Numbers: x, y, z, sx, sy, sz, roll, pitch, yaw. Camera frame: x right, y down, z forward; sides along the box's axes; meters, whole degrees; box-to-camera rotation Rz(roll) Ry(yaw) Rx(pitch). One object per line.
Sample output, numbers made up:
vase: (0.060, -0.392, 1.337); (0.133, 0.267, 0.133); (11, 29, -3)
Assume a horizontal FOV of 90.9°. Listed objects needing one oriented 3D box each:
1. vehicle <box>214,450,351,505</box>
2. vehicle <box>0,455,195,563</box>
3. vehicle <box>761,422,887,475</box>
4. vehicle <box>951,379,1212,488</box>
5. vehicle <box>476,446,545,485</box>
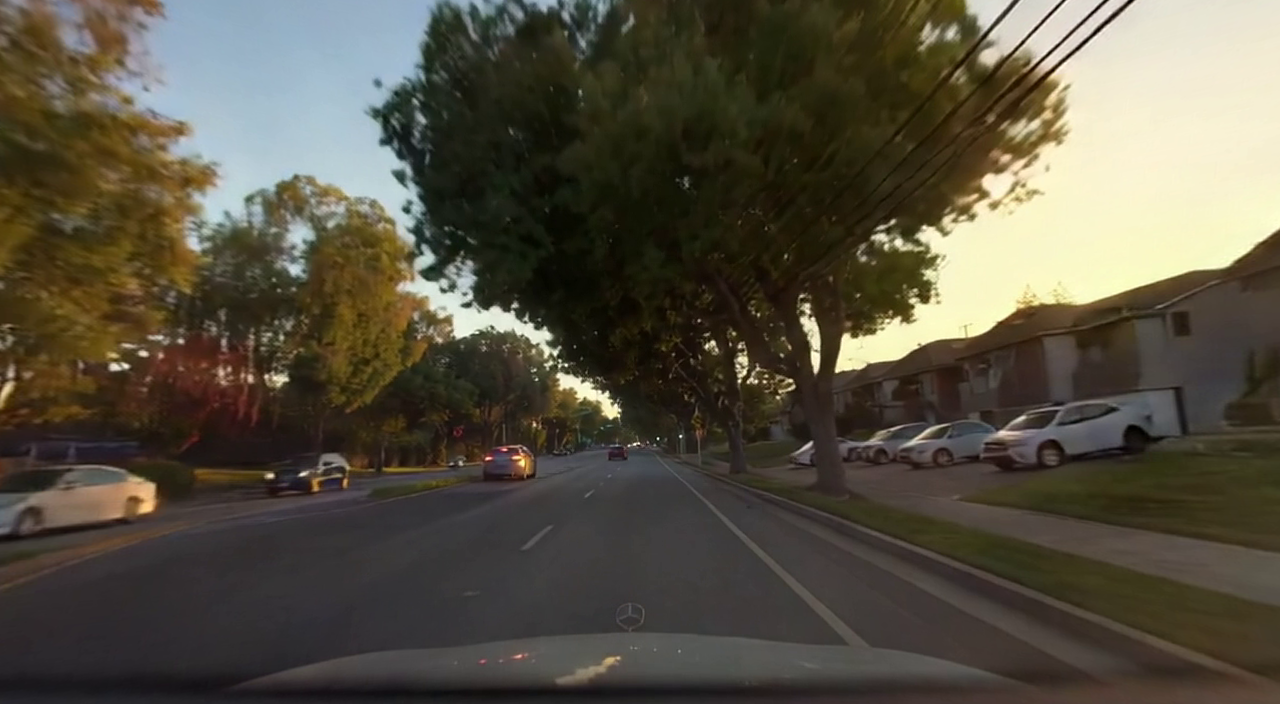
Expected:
vehicle: (-12.605, 4.403, 22.668); (2.077, 1.713, 4.715); (-1, -9, 1)
vehicle: (-10.388, 2.602, 11.095); (2.048, 1.481, 4.543); (0, -9, -4)
vehicle: (8.241, 4.403, 28.595); (4.840, 1.583, 2.324); (-9, -10, -3)
vehicle: (10.732, 2.047, 15.652); (4.610, 1.853, 2.265); (-8, -10, -3)
vehicle: (-5.369, 4.748, 26.767); (2.084, 1.466, 4.522); (0, -9, -2)
